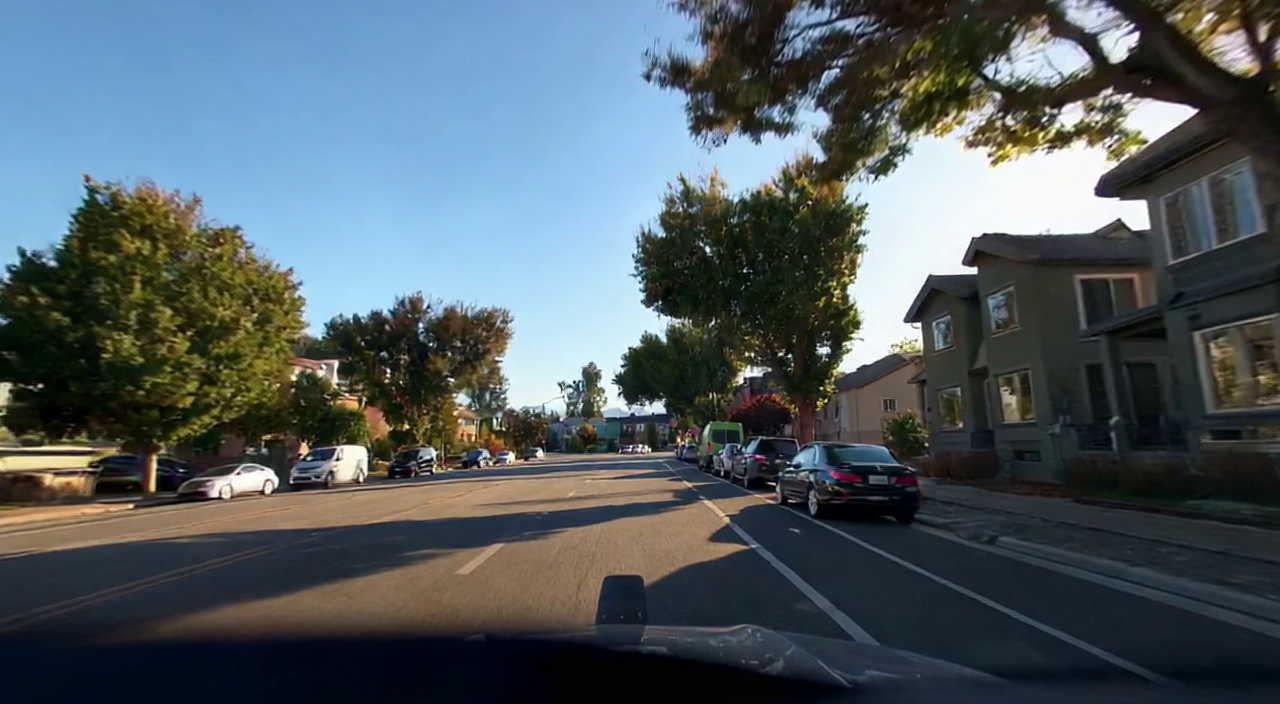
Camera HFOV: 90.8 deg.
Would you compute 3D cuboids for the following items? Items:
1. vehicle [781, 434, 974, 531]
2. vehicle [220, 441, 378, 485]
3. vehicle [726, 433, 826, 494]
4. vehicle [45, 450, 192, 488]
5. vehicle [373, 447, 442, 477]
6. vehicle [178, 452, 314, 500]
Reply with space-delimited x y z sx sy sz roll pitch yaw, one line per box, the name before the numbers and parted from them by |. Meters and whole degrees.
vehicle | 4.262 2.389 12.203 1.862 1.515 4.233 0 -9 -4
vehicle | -15.384 5.034 28.823 5.783 1.904 2.289 0 -9 -3
vehicle | 4.201 3.524 20.329 2.067 1.706 4.506 0 -9 -2
vehicle | -21.287 4.769 25.959 4.112 1.474 2.134 0 -9 -2
vehicle | -13.680 6.486 37.504 2.045 1.636 5.214 0 -8 1
vehicle | -13.640 4.277 22.246 2.141 1.463 4.245 0 -8 -2
